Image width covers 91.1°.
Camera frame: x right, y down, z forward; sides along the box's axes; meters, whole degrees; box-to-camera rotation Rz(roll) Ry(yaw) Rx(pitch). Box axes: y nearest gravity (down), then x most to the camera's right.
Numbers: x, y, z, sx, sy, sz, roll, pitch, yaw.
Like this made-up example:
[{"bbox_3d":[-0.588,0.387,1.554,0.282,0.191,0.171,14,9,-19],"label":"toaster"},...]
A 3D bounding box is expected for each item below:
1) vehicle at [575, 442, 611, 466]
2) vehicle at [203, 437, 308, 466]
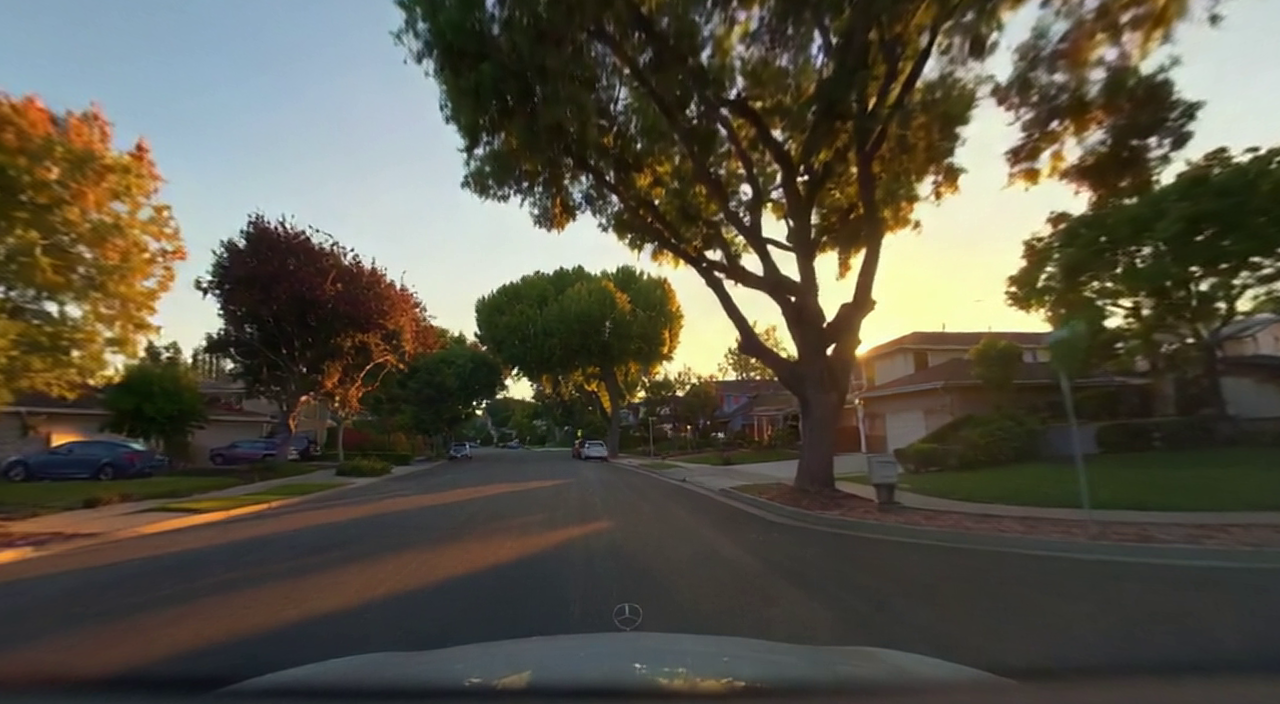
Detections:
[{"bbox_3d":[-3.153,6.673,41.430,2.088,1.429,4.796,1,-8,-7],"label":"vehicle"},{"bbox_3d":[-20.806,5.370,34.122,4.344,1.483,1.928,0,-8,-4],"label":"vehicle"}]
